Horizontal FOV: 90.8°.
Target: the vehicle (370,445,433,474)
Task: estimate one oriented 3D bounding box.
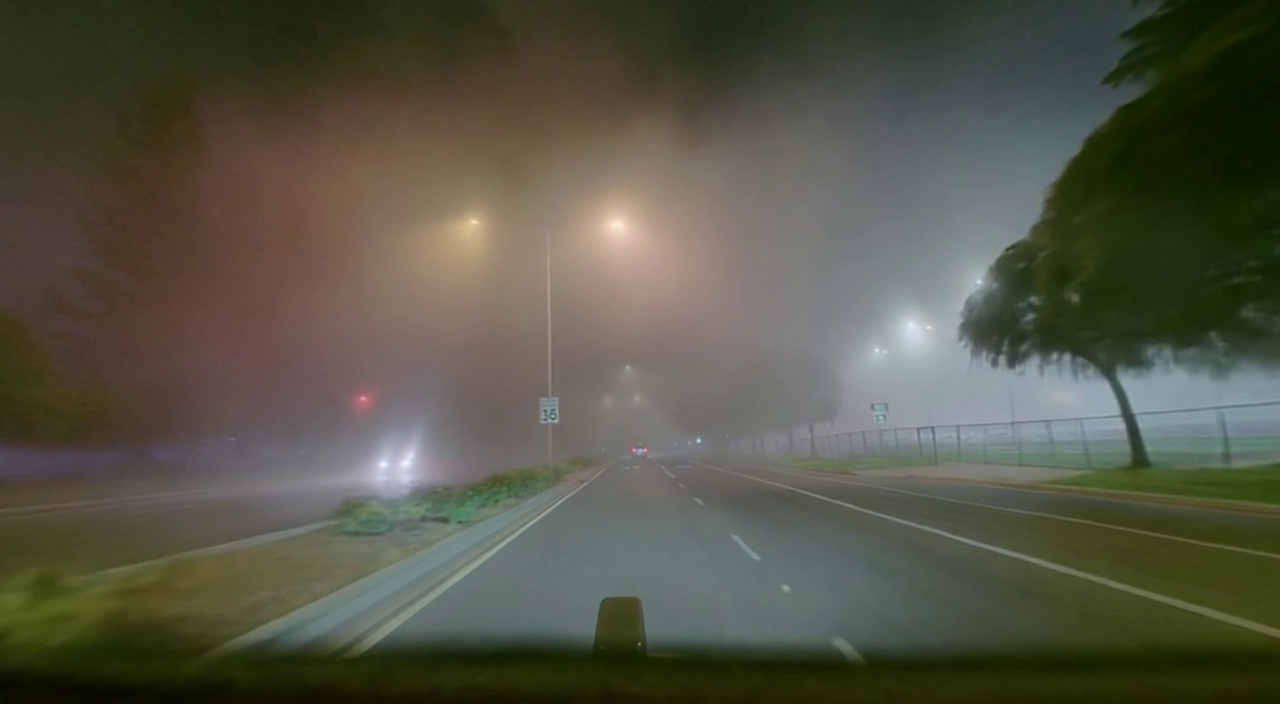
[{"bbox_3d":[-16.463,7.434,43.974,2.511,1.881,4.658,0,-8,1],"label":"vehicle"}]
